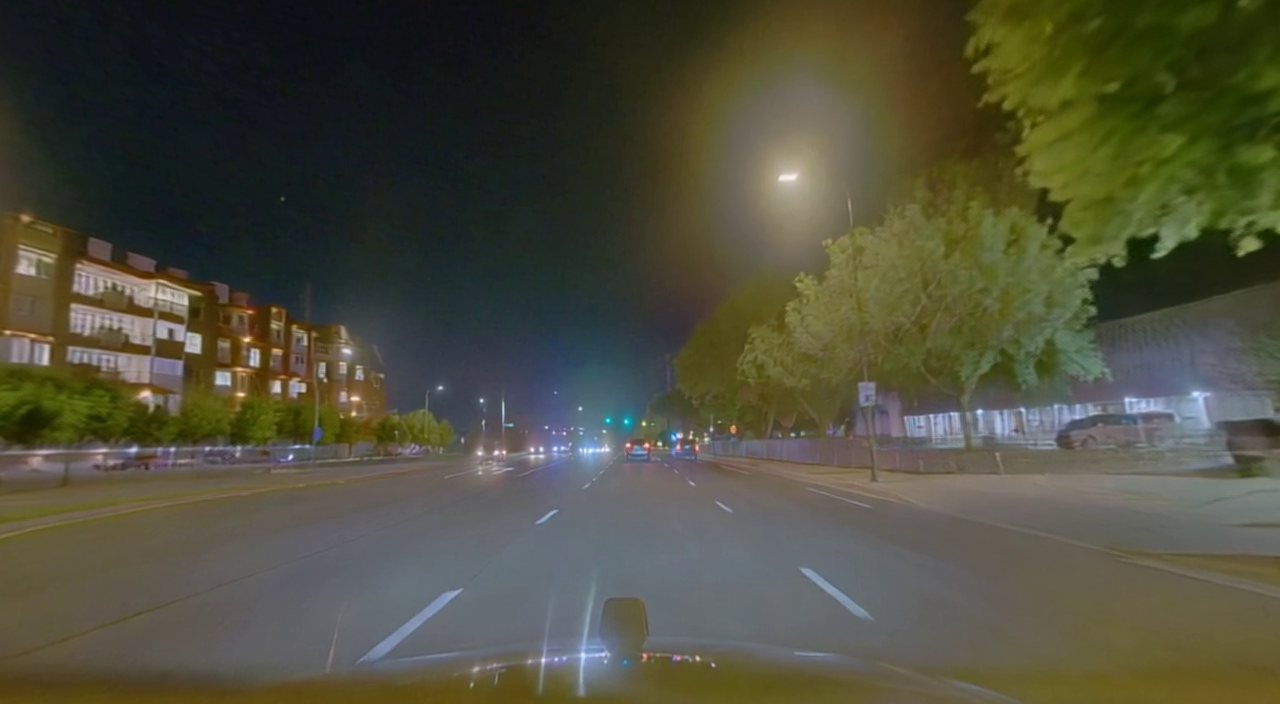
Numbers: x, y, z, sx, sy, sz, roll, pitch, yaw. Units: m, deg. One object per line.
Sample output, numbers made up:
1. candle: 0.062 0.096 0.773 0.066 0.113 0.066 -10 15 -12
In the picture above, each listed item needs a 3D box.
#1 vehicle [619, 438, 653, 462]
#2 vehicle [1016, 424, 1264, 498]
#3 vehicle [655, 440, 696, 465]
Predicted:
1. vehicle: -0.249 7.230 46.760 2.000 1.671 4.276 -1 -8 6
2. vehicle: 12.251 2.662 15.931 1.948 1.466 4.520 -1 -7 -15
3. vehicle: 2.340 6.404 40.415 1.974 1.490 4.231 -2 -9 12
